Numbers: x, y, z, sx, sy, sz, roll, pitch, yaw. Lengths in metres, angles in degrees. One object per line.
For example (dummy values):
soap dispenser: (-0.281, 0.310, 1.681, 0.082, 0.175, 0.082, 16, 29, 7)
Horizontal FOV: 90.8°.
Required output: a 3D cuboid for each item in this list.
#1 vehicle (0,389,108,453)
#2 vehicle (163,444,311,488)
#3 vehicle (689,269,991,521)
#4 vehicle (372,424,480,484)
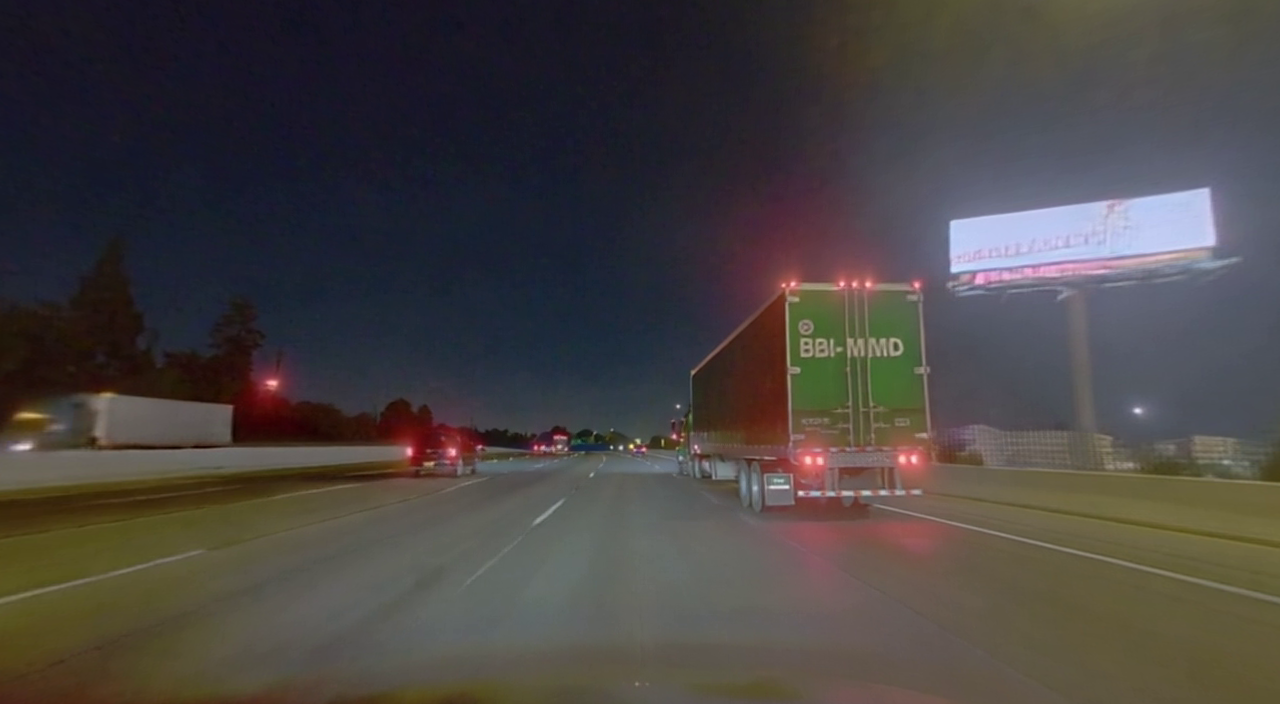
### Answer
vehicle: (-38.776, 4.571, 40.948, 3.018, 3.841, 6.047, 0, -8, -1)
vehicle: (-14.036, 3.970, 22.440, 2.067, 1.398, 4.863, 0, -8, 0)
vehicle: (3.669, 1.724, 17.381, 2.891, 3.944, 15.051, 0, -8, -2)
vehicle: (-7.513, 3.642, 22.845, 2.100, 1.905, 5.119, 0, -8, 0)
